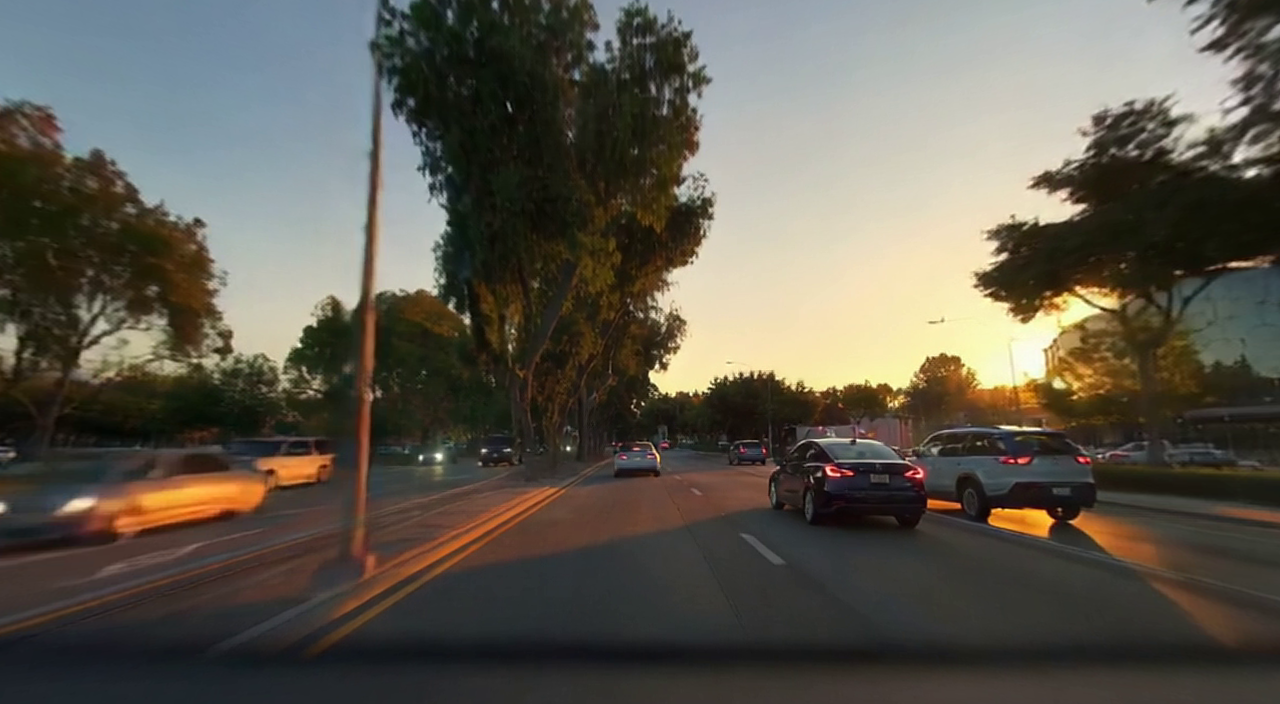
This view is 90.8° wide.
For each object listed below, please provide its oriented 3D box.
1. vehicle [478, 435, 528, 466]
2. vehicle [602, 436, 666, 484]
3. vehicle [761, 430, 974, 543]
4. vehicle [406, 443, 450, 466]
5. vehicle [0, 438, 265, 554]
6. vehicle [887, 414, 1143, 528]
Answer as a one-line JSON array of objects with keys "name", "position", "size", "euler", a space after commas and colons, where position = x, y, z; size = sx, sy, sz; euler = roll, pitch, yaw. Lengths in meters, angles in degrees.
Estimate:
[{"name": "vehicle", "position": [-9.221, 6.694, 43.030], "size": [2.246, 1.943, 5.493], "euler": [0, -8, 0]}, {"name": "vehicle", "position": [-0.210, 3.693, 21.821], "size": [1.994, 1.479, 3.647], "euler": [0, -8, -1]}, {"name": "vehicle", "position": [3.423, 2.086, 10.503], "size": [1.858, 1.466, 4.230], "euler": [0, -8, -2]}, {"name": "vehicle", "position": [-16.519, 8.027, 49.501], "size": [1.903, 1.675, 4.547], "euler": [0, -8, -1]}, {"name": "vehicle", "position": [-8.600, 2.204, 10.466], "size": [1.993, 1.458, 4.614], "euler": [-1, -8, -1]}, {"name": "vehicle", "position": [6.938, 2.245, 12.503], "size": [2.134, 1.810, 4.590], "euler": [0, -8, -1]}]
